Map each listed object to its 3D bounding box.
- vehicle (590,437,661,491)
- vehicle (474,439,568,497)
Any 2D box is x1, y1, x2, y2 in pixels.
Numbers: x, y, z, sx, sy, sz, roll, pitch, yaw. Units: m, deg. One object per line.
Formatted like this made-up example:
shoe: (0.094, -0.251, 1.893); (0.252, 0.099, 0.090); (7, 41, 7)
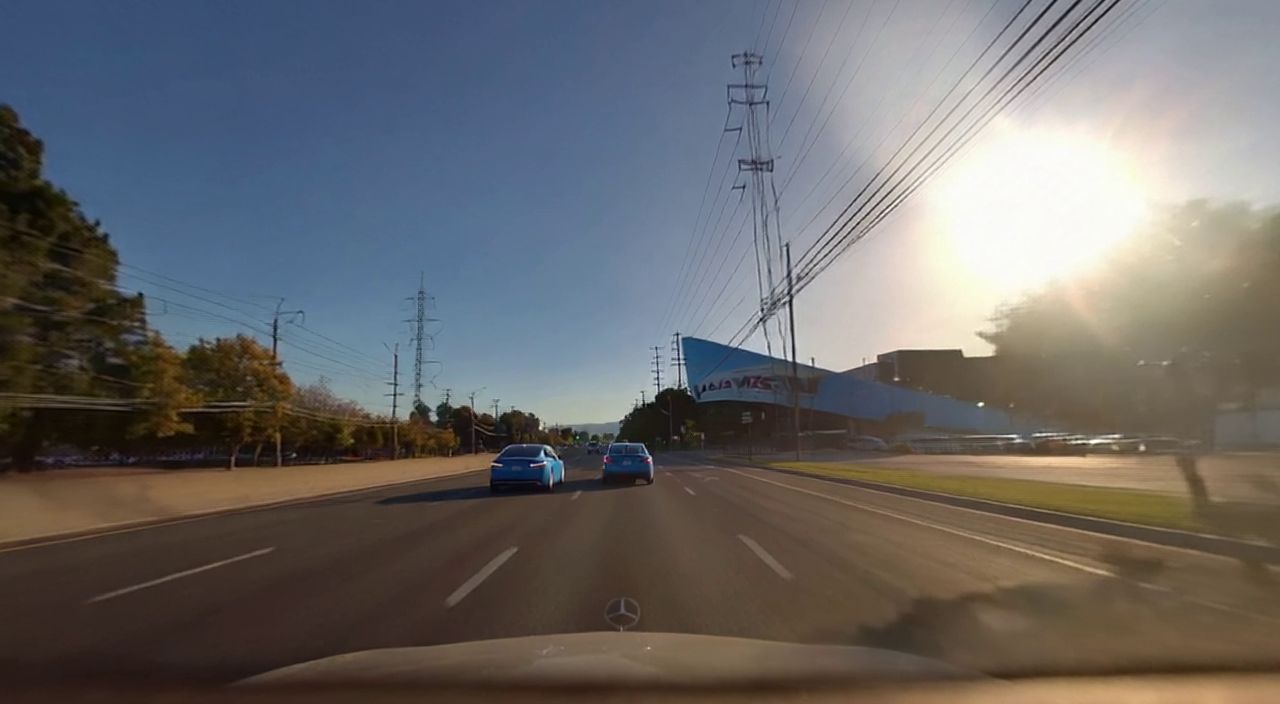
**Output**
vehicle: (-0.450, 3.776, 21.584); (2.189, 1.652, 4.135); (0, -9, 0)
vehicle: (-3.579, 3.594, 20.014); (1.985, 1.607, 4.892); (0, -9, 1)
